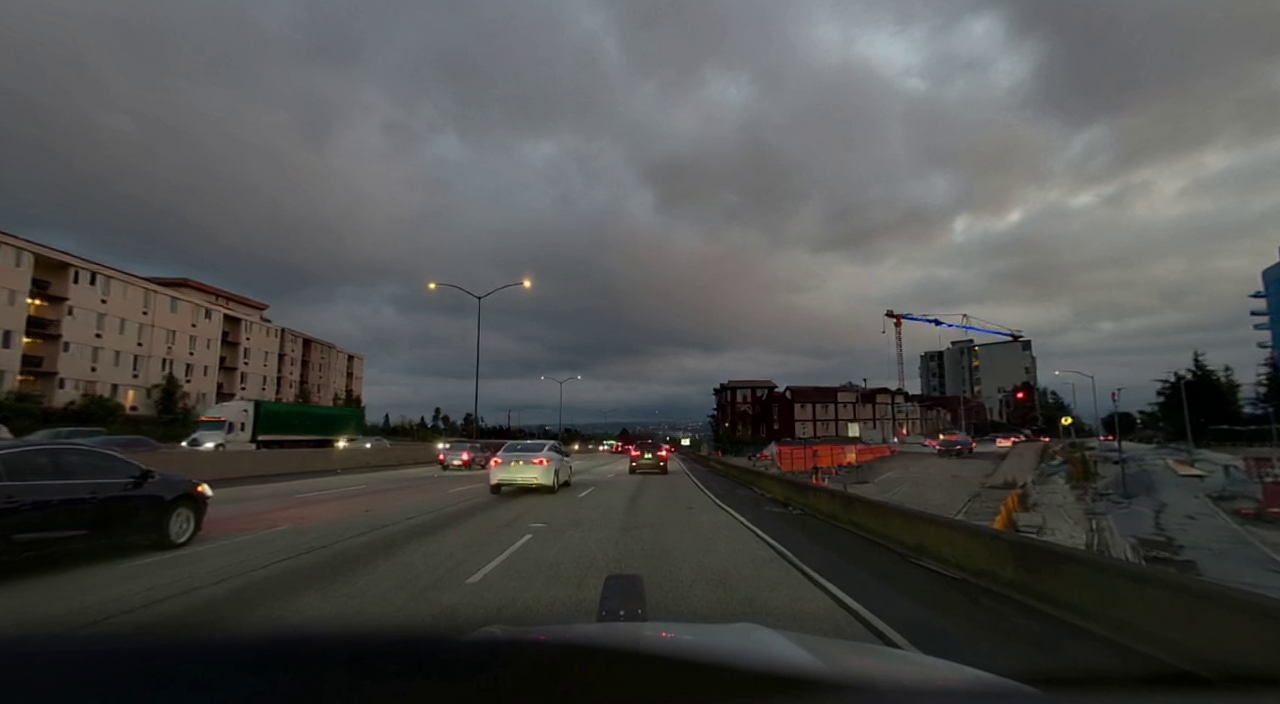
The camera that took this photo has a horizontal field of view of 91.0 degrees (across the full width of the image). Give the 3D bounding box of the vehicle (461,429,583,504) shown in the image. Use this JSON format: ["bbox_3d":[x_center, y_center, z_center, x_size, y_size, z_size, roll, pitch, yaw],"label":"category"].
[{"bbox_3d":[-2.863,2.917,16.481,2.109,1.657,4.554,0,-8,2],"label":"vehicle"}]

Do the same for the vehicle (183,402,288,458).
[{"bbox_3d":[-29.497,5.813,46.383,2.979,3.846,6.663,0,-8,2],"label":"vehicle"}]

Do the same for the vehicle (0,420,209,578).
[{"bbox_3d":[-7.022,1.459,6.463,1.959,1.486,4.460,0,-8,1],"label":"vehicle"}]

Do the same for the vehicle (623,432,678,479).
[{"bbox_3d":[0.474,4.266,26.245,2.116,1.763,4.352,0,-8,2],"label":"vehicle"}]

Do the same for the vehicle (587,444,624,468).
[{"bbox_3d":[-2.268,6.957,42.316,2.029,1.497,3.960,0,-8,4],"label":"vehicle"}]
